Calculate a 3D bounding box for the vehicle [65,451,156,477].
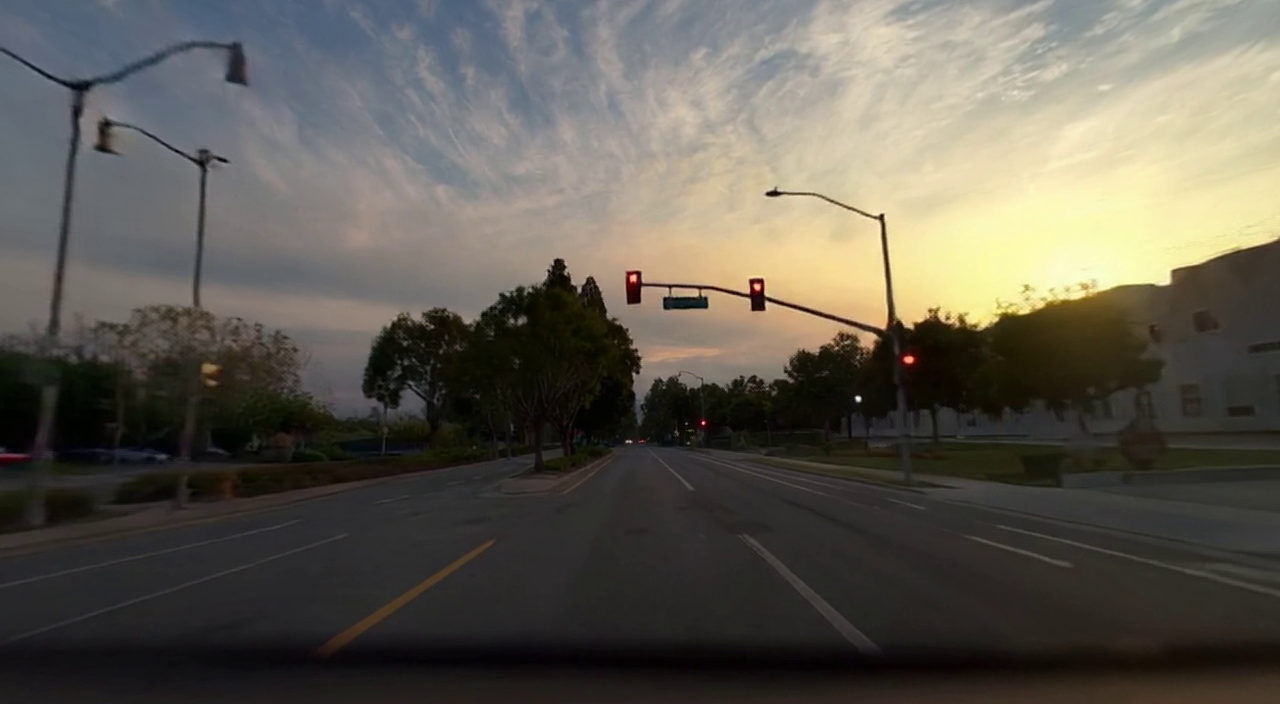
[{"bbox_3d":[-37.752,8.001,45.128,4.648,1.491,1.939,-3,-8,-5],"label":"vehicle"}]
